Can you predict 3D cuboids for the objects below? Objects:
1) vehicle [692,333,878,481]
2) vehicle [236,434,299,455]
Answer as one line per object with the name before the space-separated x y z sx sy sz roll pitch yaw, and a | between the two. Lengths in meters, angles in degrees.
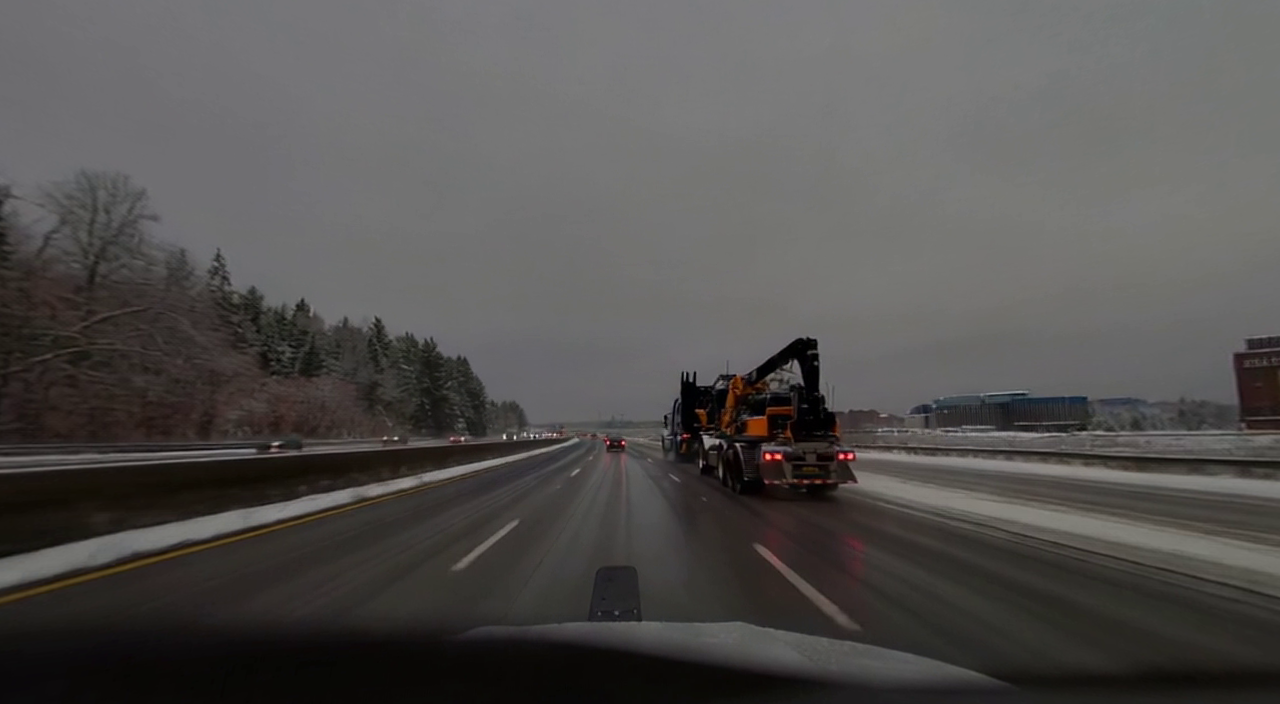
vehicle | 3.475 1.712 17.684 2.833 3.180 8.004 1 -8 -4
vehicle | -26.651 6.630 45.220 1.939 1.438 4.486 1 -8 -3
